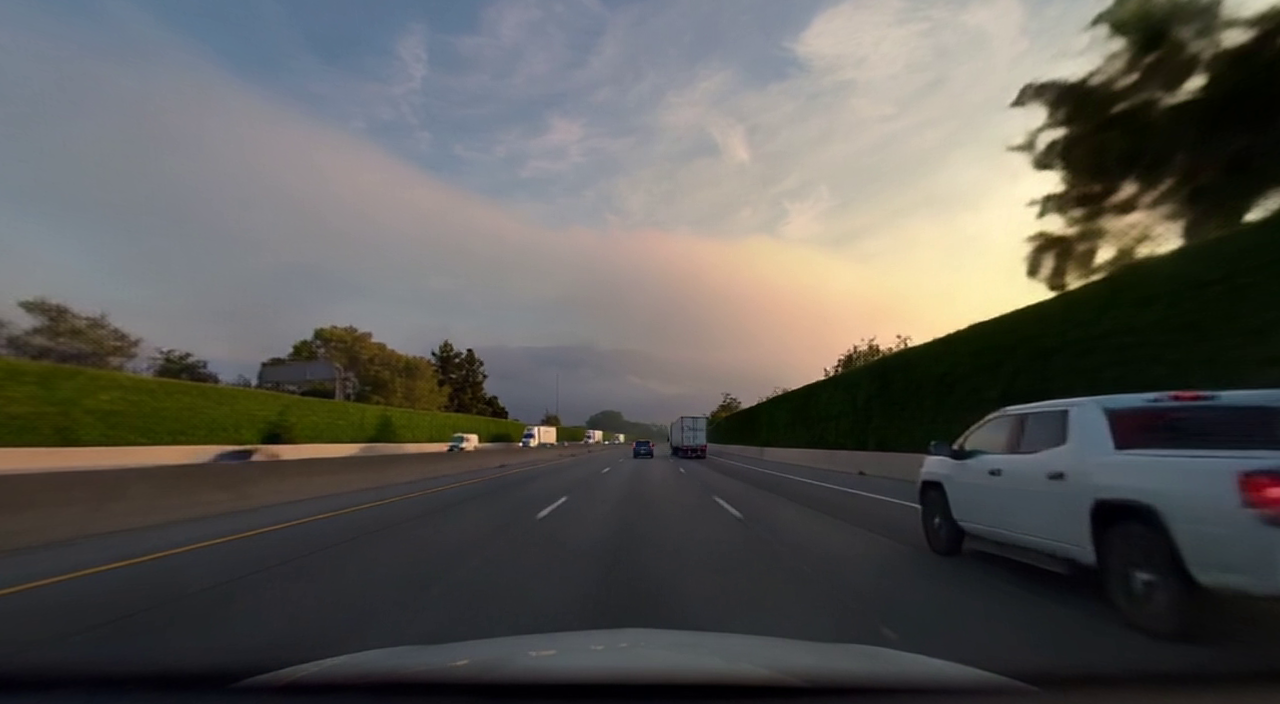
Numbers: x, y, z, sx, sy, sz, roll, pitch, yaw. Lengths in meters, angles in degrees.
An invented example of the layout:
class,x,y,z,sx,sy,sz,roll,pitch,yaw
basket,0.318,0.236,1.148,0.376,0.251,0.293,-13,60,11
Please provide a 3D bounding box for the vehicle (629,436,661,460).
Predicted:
class,x,y,z,sx,sy,sz,roll,pitch,yaw
vehicle,0.337,7.472,49.237,2.389,1.760,4.473,0,-8,0

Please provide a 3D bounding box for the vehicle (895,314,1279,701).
class,x,y,z,sx,sy,sz,roll,pitch,yaw
vehicle,4.346,1.082,5.241,2.209,1.943,5.262,0,-8,0

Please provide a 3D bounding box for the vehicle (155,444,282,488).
class,x,y,z,sx,sy,sz,roll,pitch,yaw
vehicle,-15.713,4.239,23.751,1.908,1.466,3.993,0,-8,2
